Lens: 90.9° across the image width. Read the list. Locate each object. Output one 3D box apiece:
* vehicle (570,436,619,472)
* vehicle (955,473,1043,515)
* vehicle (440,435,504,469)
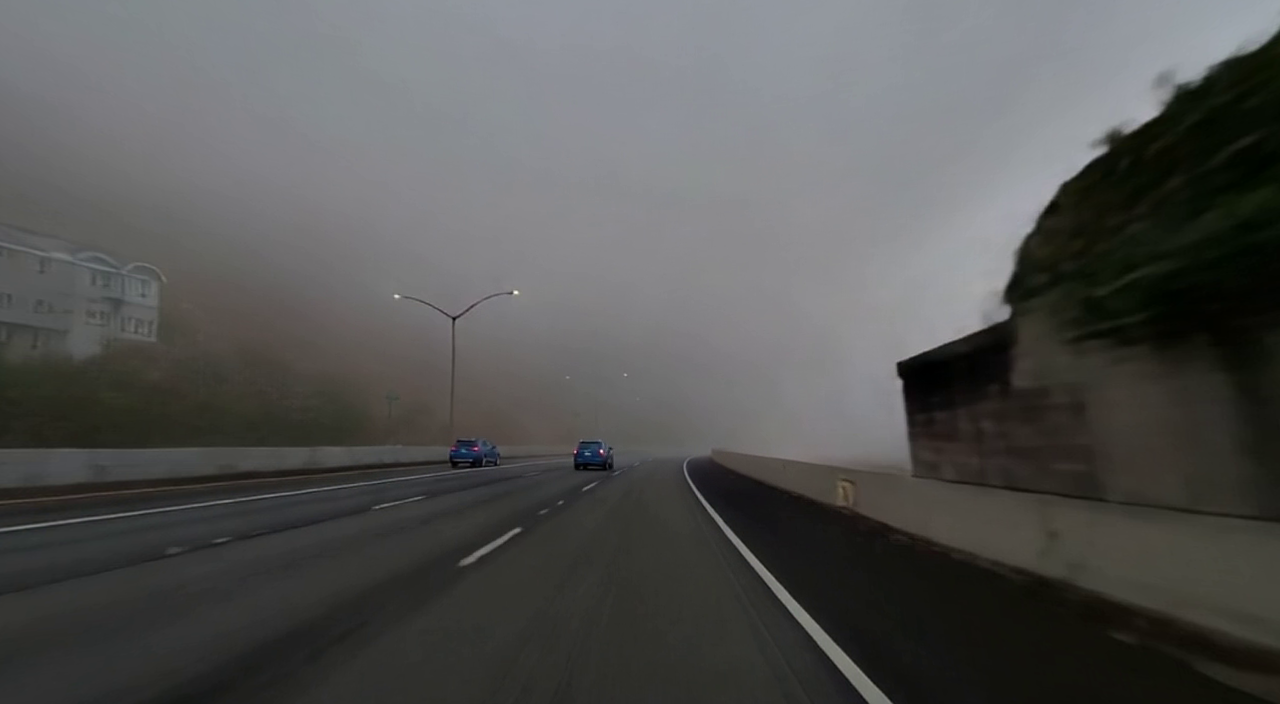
[{"bbox_3d":[-2.369,5.438,33.733,2.028,1.782,4.150,-1,-8,4],"label":"vehicle"},{"bbox_3d":[25.176,9.929,44.581,2.775,2.408,6.139,0,-8,2],"label":"vehicle"},{"bbox_3d":[-9.443,5.640,35.837,2.039,1.746,4.528,-1,-8,5],"label":"vehicle"}]
